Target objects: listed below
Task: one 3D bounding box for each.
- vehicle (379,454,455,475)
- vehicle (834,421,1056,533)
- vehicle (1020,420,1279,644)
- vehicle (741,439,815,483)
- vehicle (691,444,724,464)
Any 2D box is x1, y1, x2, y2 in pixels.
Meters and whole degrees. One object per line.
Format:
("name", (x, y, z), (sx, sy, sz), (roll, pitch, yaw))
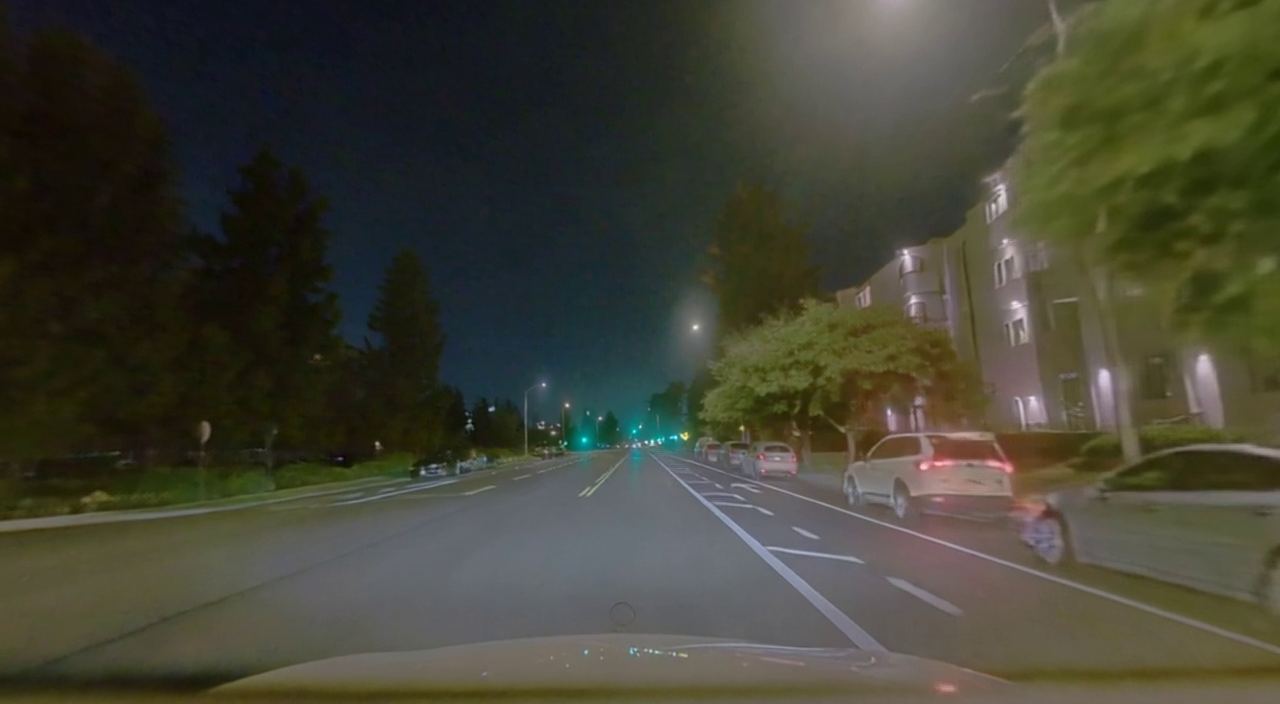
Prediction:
("vehicle", (-16.372, 8.251, 46.499), (4.826, 1.491, 2.086), (0, -8, -2))
("vehicle", (5.349, 2.233, 11.864), (1.990, 1.694, 4.179), (0, -8, -1))
("vehicle", (5.432, 1.331, 5.161), (1.974, 1.548, 4.160), (-3, -9, 0))
("vehicle", (5.221, 4.176, 24.462), (1.837, 1.532, 3.886), (0, -8, -2))
("vehicle", (4.994, 7.588, 47.051), (1.935, 1.433, 4.241), (0, -8, -1))
